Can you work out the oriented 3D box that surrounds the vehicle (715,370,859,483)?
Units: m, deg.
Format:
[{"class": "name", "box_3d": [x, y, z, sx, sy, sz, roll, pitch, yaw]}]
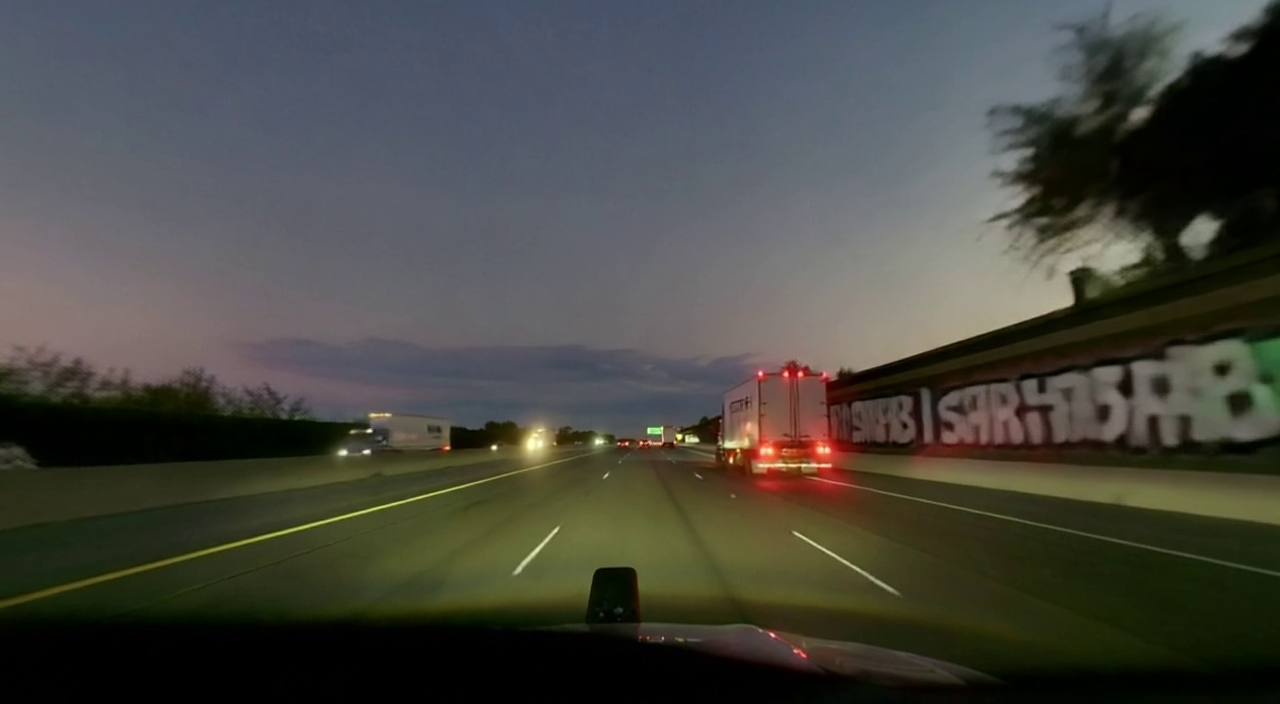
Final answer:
[{"class": "vehicle", "box_3d": [5.197, 3.035, 24.889, 2.949, 3.470, 10.539, 0, -8, -1]}]
